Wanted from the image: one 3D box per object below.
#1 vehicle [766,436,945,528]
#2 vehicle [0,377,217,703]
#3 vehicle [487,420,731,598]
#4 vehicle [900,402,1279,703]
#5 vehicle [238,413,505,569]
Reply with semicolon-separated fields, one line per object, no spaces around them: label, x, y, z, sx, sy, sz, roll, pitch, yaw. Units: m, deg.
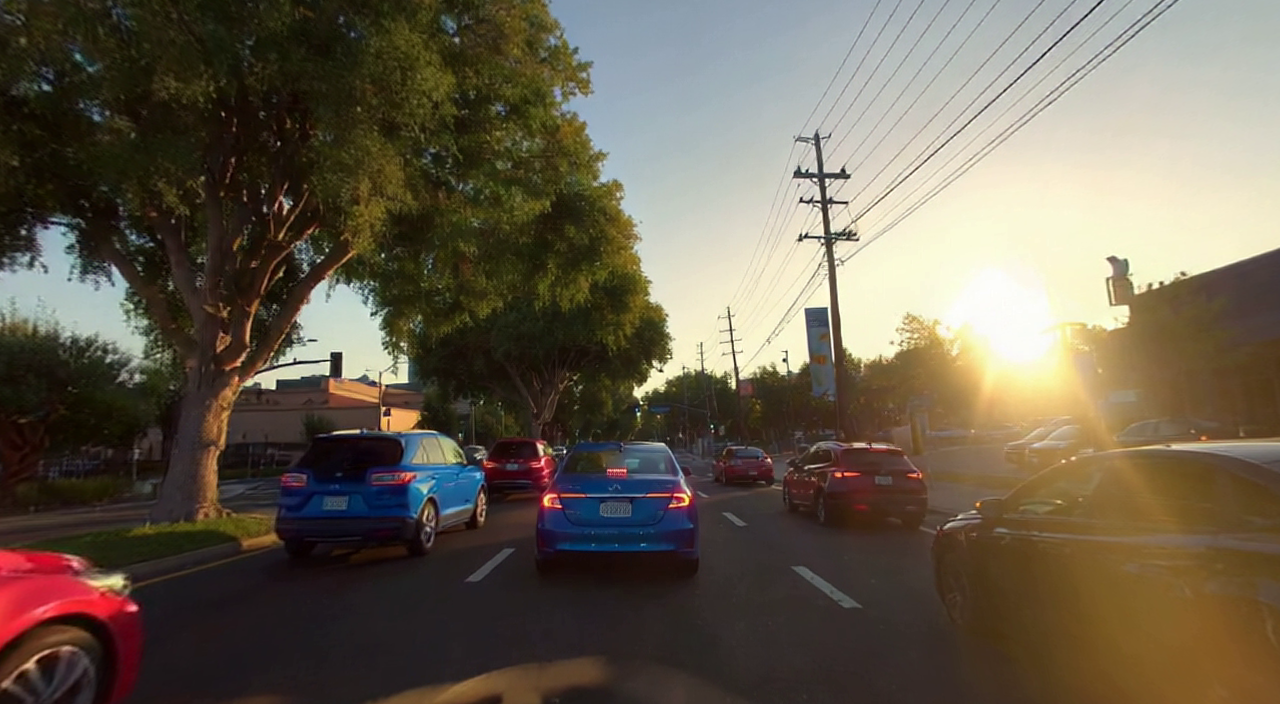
vehicle;3.934;2.430;12.450;1.909;1.473;4.361;0;-9;-1
vehicle;-2.850;0.618;0.441;1.984;1.496;4.530;0;-9;0
vehicle;-0.311;1.641;7.419;2.097;1.511;3.809;0;-9;-2
vehicle;3.665;1.190;4.178;1.929;1.479;4.723;0;-9;1
vehicle;-3.416;1.850;9.140;1.979;1.697;4.254;0;-9;0
